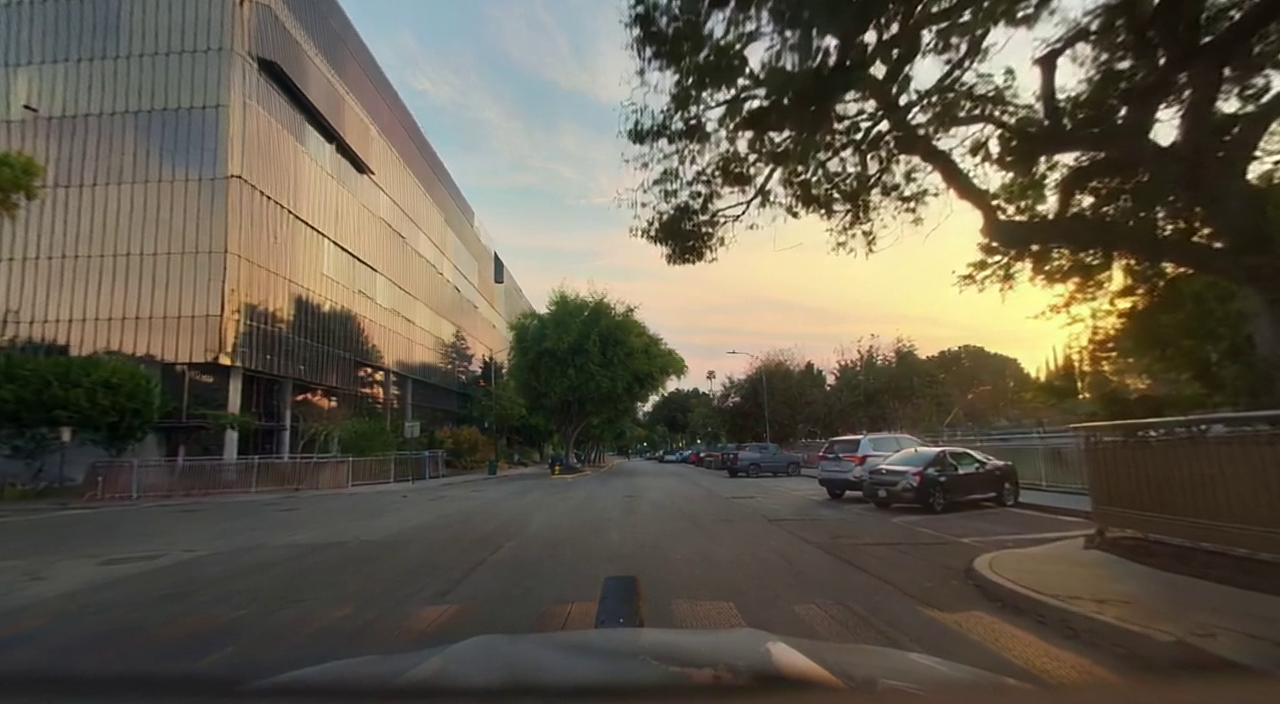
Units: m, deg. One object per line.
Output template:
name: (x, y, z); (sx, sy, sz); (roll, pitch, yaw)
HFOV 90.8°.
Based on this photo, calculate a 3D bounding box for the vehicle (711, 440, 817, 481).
vehicle: (6.509, 5.640, 33.027); (5.061, 1.829, 2.274); (2, -9, -29)

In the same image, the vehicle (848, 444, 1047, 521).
vehicle: (7.050, 2.863, 14.396); (4.402, 1.474, 1.957); (6, -10, -32)
